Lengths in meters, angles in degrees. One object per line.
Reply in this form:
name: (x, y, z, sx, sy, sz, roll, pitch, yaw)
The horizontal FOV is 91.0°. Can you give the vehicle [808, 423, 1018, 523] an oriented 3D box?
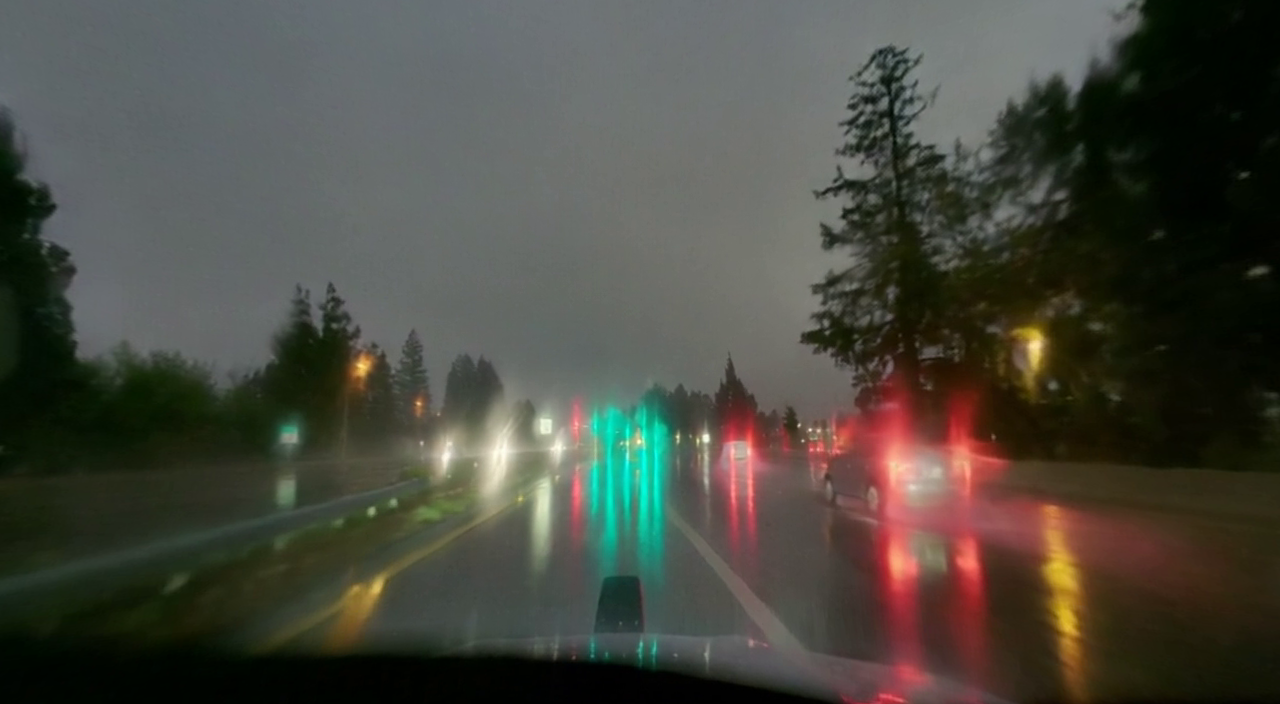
vehicle: (5.301, 2.414, 13.123, 2.066, 1.683, 4.675, 0, -8, -3)
